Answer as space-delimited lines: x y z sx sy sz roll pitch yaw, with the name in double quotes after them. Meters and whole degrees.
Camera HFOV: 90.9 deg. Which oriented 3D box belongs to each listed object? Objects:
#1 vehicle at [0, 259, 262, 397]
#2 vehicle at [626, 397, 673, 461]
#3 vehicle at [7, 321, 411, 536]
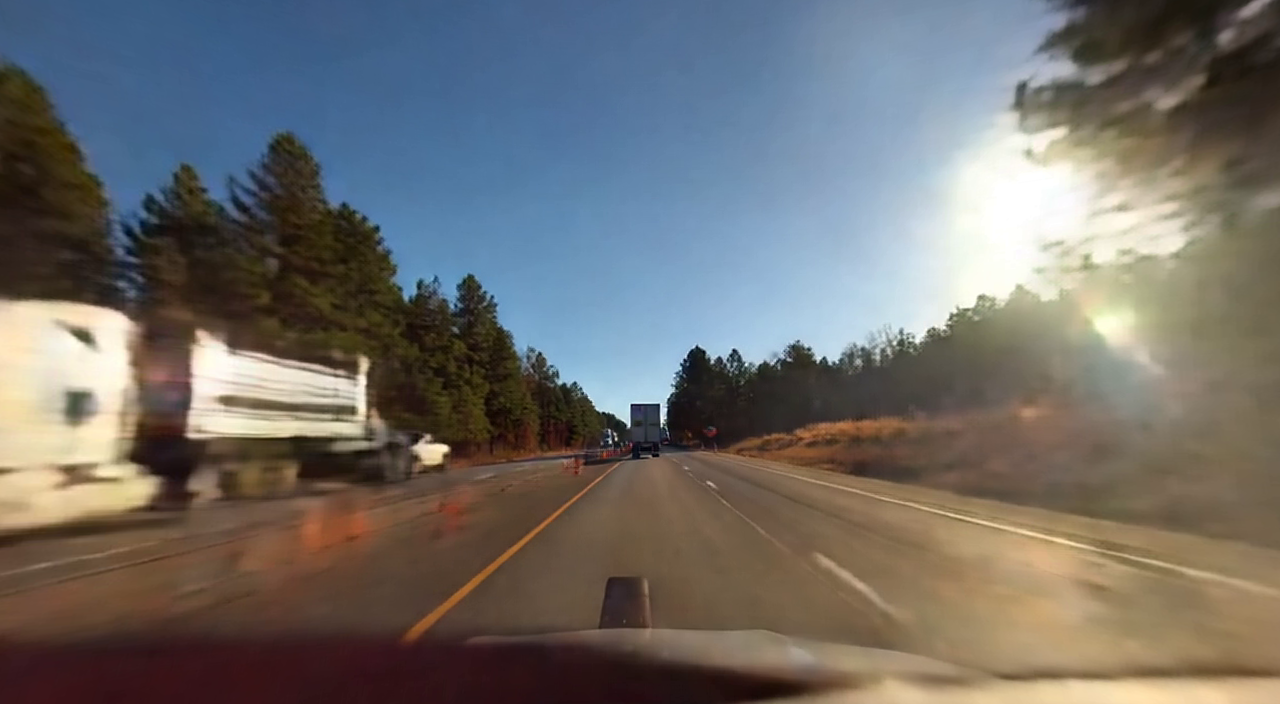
-9.040 -0.193 11.118 2.028 1.661 4.493 -2 -7 0 "vehicle"
0.510 5.711 45.756 2.935 4.068 11.036 0 -8 -1 "vehicle"
-9.002 1.973 15.602 2.974 3.579 9.935 -1 -8 0 "vehicle"
